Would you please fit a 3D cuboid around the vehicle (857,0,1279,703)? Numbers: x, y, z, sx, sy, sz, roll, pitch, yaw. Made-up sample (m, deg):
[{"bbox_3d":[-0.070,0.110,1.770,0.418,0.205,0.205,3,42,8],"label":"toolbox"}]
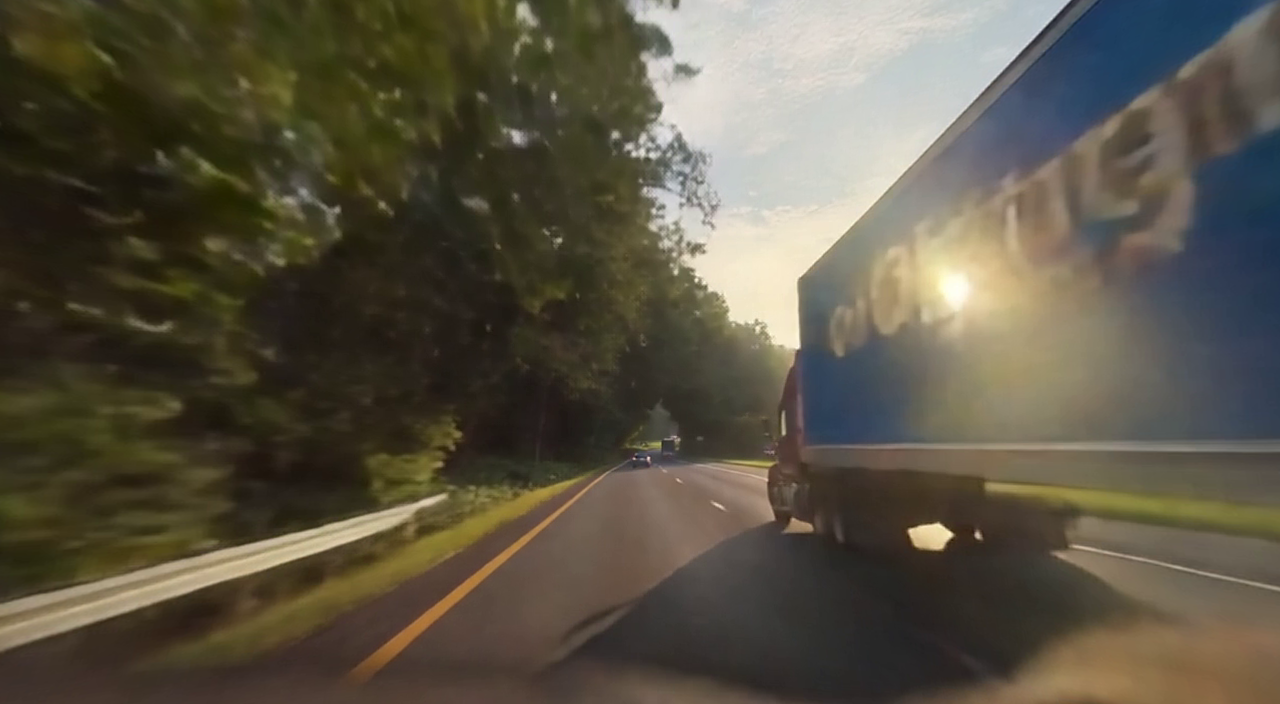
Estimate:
[{"bbox_3d":[3.970,-0.613,0.567,3.440,4.090,11.380,-1,-10,0],"label":"vehicle"}]
